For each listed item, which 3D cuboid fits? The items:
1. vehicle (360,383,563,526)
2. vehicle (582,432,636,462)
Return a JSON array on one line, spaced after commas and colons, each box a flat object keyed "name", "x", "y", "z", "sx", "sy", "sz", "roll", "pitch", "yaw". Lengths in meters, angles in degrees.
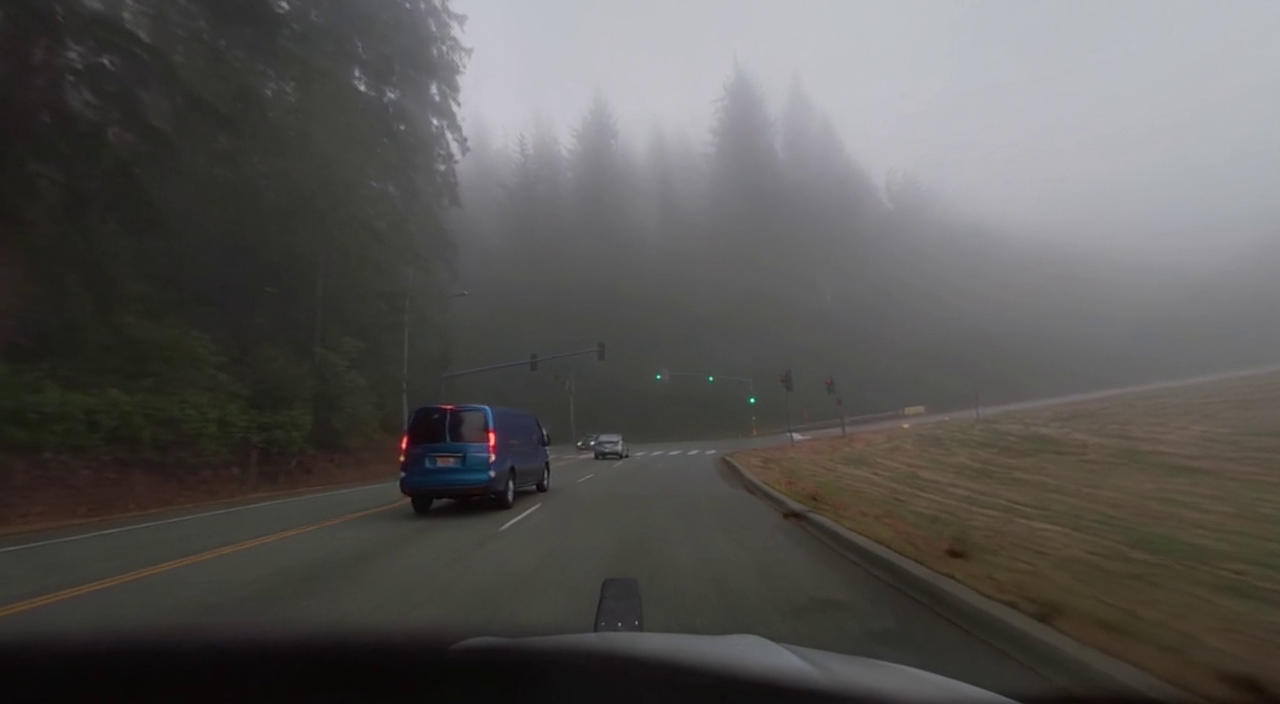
[{"name": "vehicle", "x": -3.085, "y": 1.966, "z": 12.421, "sx": 2.362, "sy": 2.185, "sz": 5.212, "roll": -1, "pitch": -8, "yaw": 2}, {"name": "vehicle", "x": -1.576, "y": 5.082, "z": 33.879, "sx": 2.088, "sy": 1.484, "sz": 4.572, "roll": -2, "pitch": -8, "yaw": 8}]
